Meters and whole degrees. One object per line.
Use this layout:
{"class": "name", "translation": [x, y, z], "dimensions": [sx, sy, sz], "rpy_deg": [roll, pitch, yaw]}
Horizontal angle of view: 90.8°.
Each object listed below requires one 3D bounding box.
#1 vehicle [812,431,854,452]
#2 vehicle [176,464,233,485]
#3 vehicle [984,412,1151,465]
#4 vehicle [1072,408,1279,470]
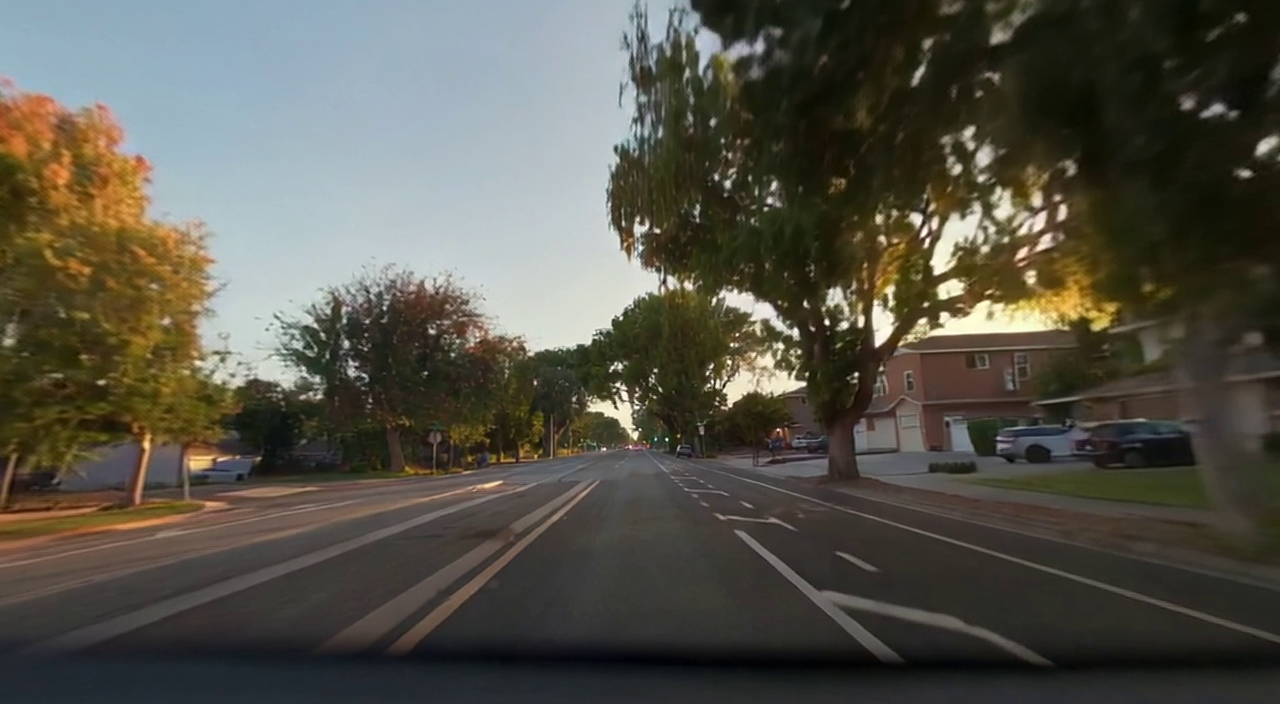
{"class": "vehicle", "translation": [15.092, 7.077, 49.664], "dimensions": [1.908, 1.610, 4.582], "rpy_deg": [-1, -9, 2]}
{"class": "vehicle", "translation": [-34.050, 9.593, 49.546], "dimensions": [1.774, 1.430, 4.131], "rpy_deg": [0, -9, -4]}
{"class": "vehicle", "translation": [16.299, 3.328, 24.278], "dimensions": [4.843, 1.594, 2.127], "rpy_deg": [-4, -9, -3]}
{"class": "vehicle", "translation": [16.291, 2.665, 19.267], "dimensions": [4.655, 1.511, 2.045], "rpy_deg": [-3, -9, -1]}
